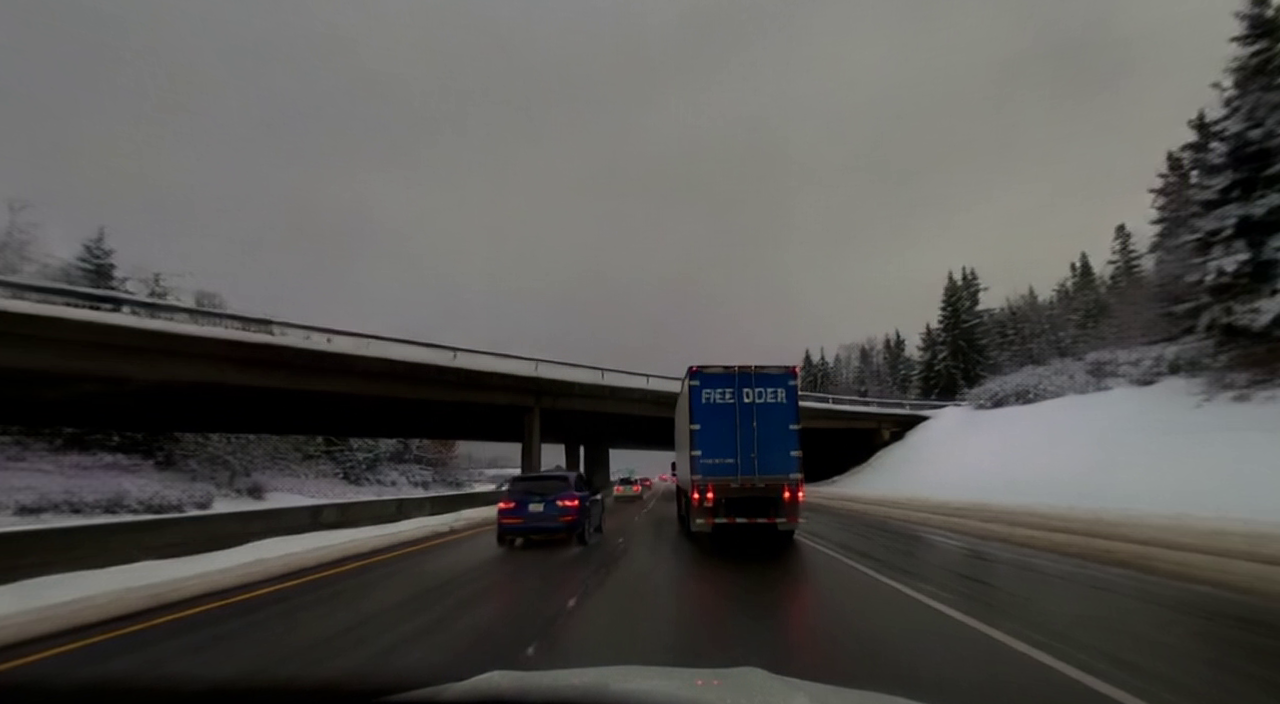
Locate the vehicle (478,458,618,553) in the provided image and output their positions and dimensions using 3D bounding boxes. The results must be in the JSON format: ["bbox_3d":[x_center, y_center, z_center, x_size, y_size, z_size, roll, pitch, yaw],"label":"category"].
[{"bbox_3d":[-1.749,3.226,13.858,2.124,1.653,4.857,0,-10,3],"label":"vehicle"}]

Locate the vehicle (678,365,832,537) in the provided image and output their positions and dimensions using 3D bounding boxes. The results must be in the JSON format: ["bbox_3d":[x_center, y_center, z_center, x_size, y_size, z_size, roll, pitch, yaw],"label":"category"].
[{"bbox_3d":[2.843,3.047,18.881,2.980,3.834,9.423,1,-10,1],"label":"vehicle"}]
